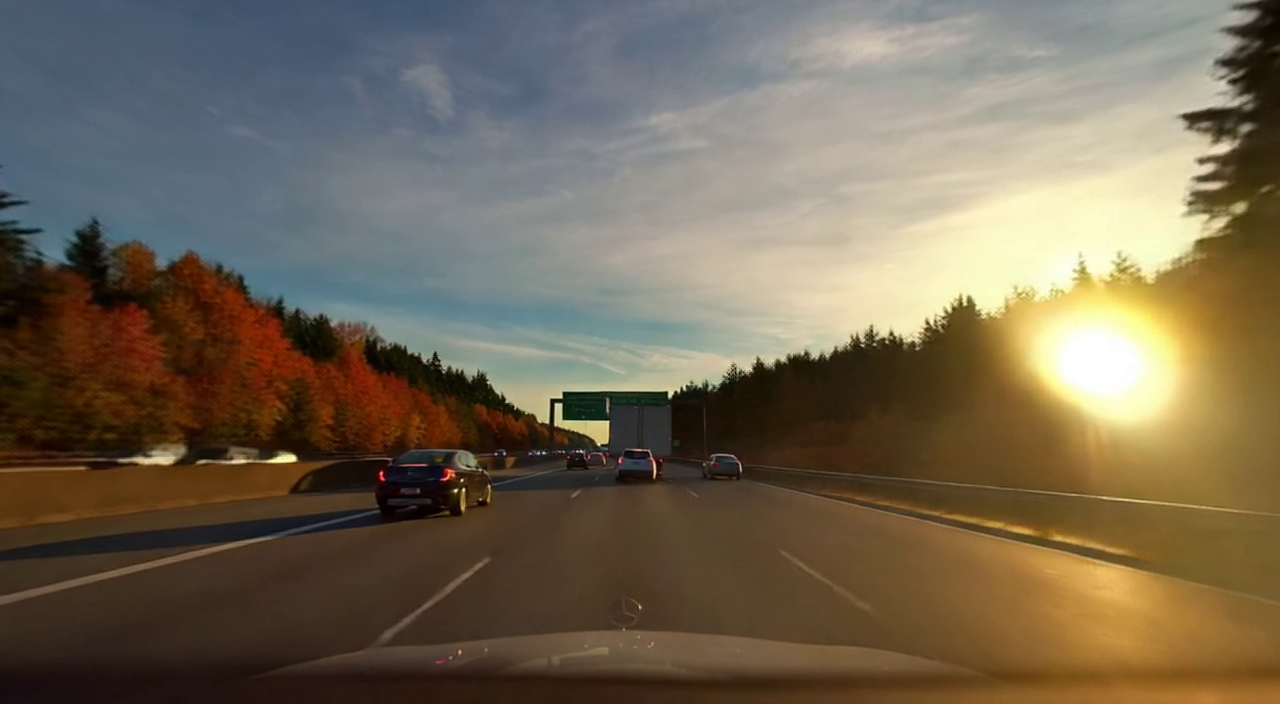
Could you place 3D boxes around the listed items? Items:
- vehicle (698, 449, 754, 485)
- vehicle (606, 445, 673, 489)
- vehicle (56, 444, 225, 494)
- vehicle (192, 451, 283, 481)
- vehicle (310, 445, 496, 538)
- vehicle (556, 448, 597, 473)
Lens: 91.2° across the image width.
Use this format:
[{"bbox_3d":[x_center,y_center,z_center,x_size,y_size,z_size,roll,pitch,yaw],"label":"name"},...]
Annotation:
[{"bbox_3d":[4.102,5.535,30.524,2.035,1.571,4.413,0,-9,-1],"label":"vehicle"},{"bbox_3d":[-0.041,4.891,26.956,2.634,1.679,4.070,0,-9,-1],"label":"vehicle"},{"bbox_3d":[-18.342,4.296,23.445,2.186,1.631,4.951,0,-9,1],"label":"vehicle"},{"bbox_3d":[-22.418,6.339,35.144,2.012,1.564,4.573,0,-9,0],"label":"vehicle"},{"bbox_3d":[-4.306,2.575,12.214,2.017,1.469,4.113,0,-9,0],"label":"vehicle"},{"bbox_3d":[-4.619,7.972,46.211,2.545,1.679,4.267,0,-9,0],"label":"vehicle"}]
